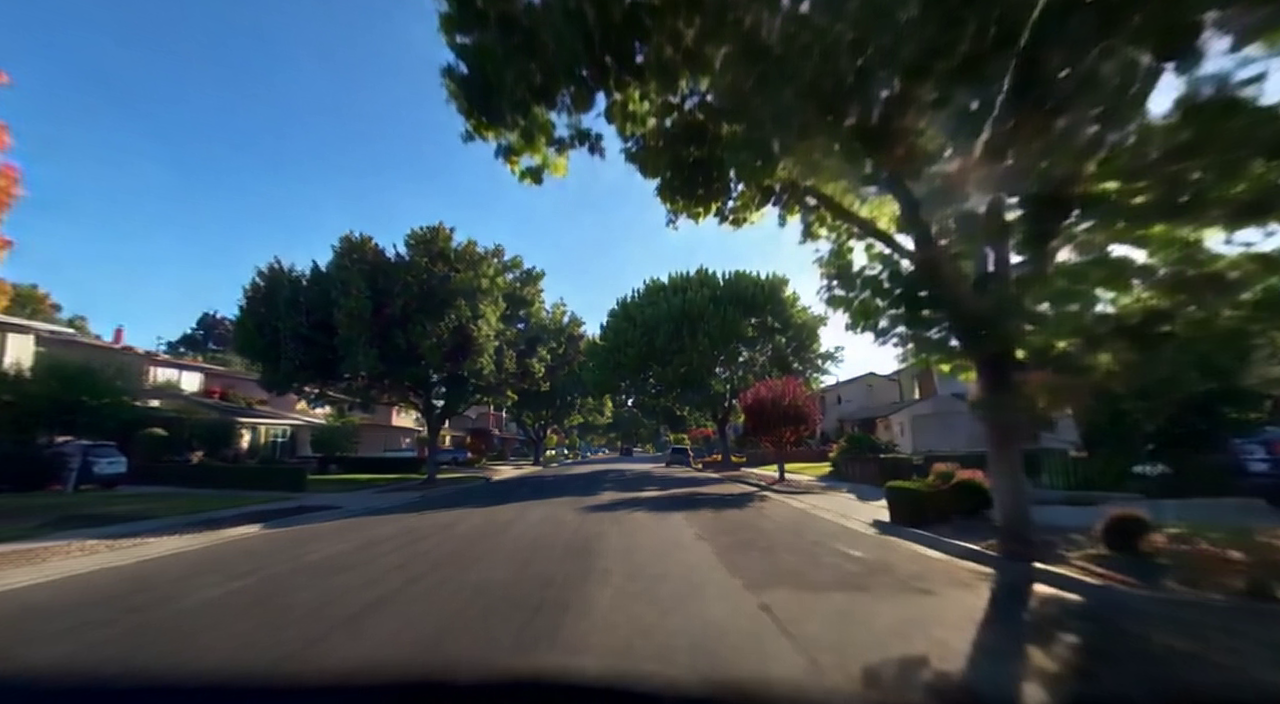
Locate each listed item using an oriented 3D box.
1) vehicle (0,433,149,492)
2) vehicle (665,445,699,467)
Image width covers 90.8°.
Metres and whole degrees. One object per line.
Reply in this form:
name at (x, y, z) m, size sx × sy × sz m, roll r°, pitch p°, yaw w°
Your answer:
vehicle at (-17.441, 3.367, 19.599) m, size 1.957 × 1.602 × 4.326 m, roll 3°, pitch -9°, yaw -17°
vehicle at (3.144, 7.964, 48.424) m, size 2.136 × 1.596 × 4.790 m, roll 0°, pitch -9°, yaw -2°
